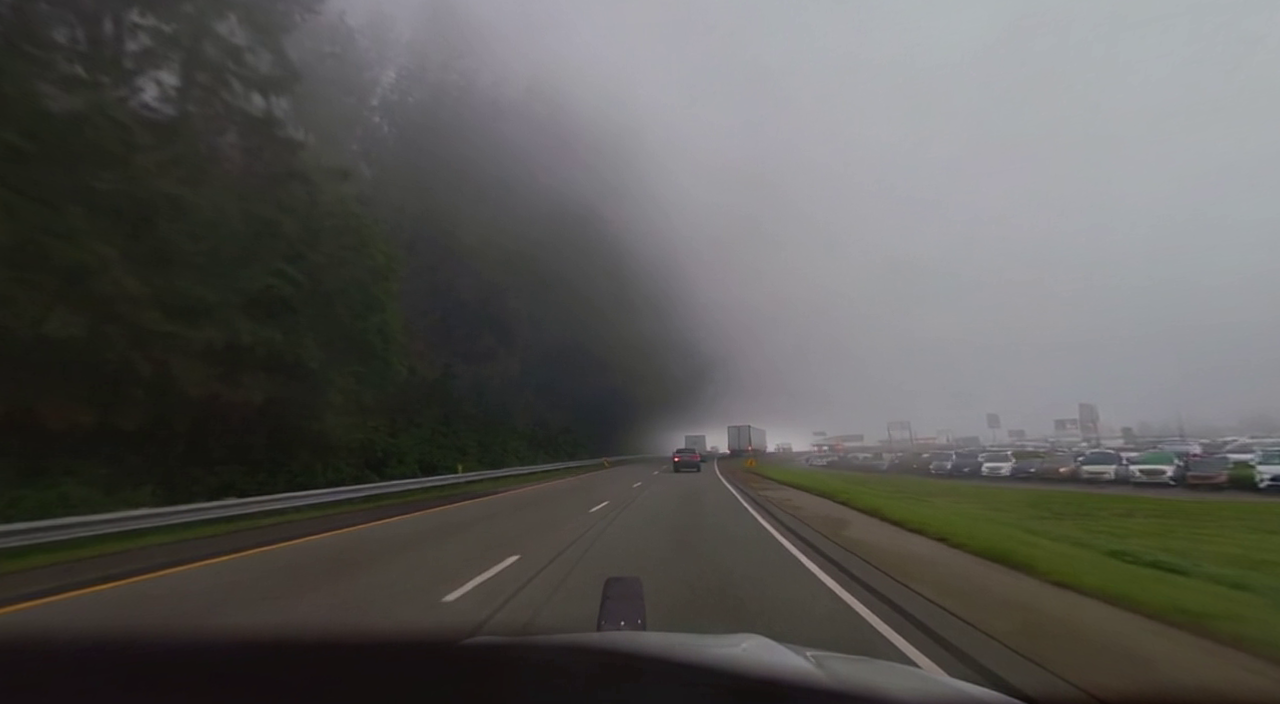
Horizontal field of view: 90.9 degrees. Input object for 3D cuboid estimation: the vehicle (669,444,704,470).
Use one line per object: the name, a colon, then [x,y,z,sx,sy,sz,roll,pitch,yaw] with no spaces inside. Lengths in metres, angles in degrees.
vehicle: [3.241,7.233,43.379,2.221,1.674,4.325,-1,-9,6]
